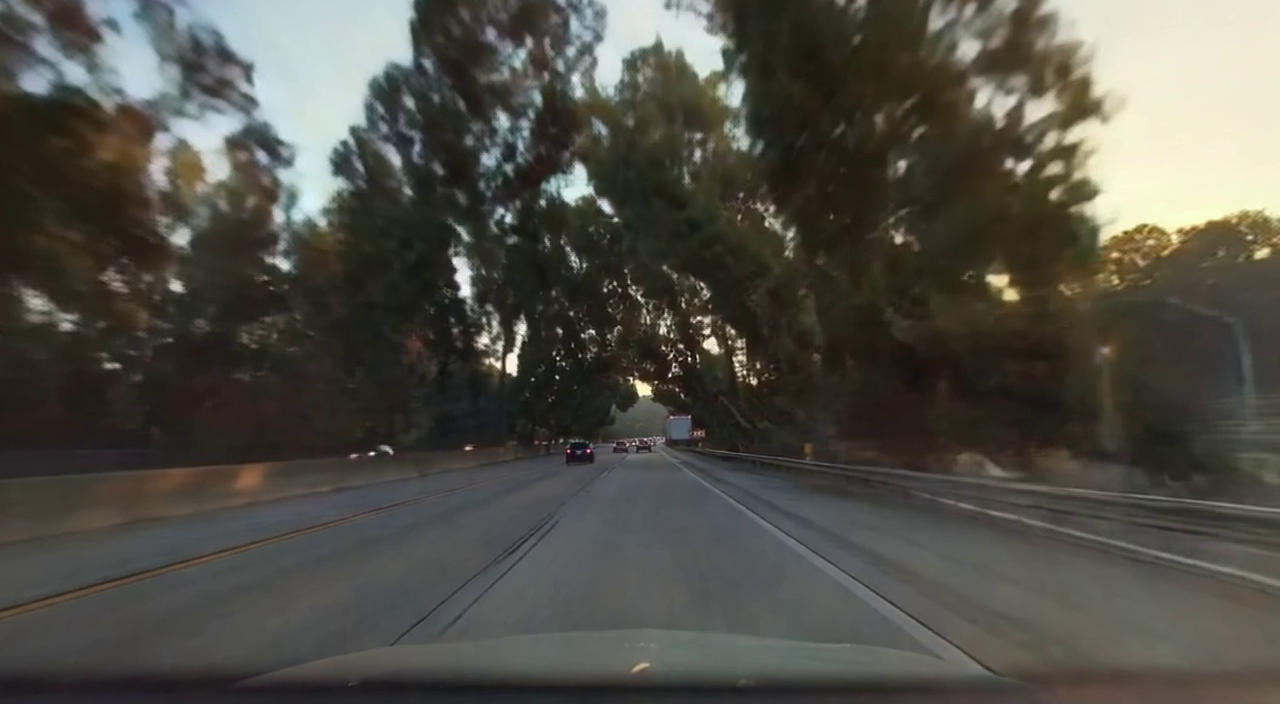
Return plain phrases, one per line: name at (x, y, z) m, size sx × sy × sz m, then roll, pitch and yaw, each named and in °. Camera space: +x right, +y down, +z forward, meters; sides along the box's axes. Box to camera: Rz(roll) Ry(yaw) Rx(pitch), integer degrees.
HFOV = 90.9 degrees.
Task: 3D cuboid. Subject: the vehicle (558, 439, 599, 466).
vehicle at (-3.646, 6.062, 38.116) m, size 2.025 × 1.571 × 3.662 m, roll -1°, pitch -9°, yaw 1°
